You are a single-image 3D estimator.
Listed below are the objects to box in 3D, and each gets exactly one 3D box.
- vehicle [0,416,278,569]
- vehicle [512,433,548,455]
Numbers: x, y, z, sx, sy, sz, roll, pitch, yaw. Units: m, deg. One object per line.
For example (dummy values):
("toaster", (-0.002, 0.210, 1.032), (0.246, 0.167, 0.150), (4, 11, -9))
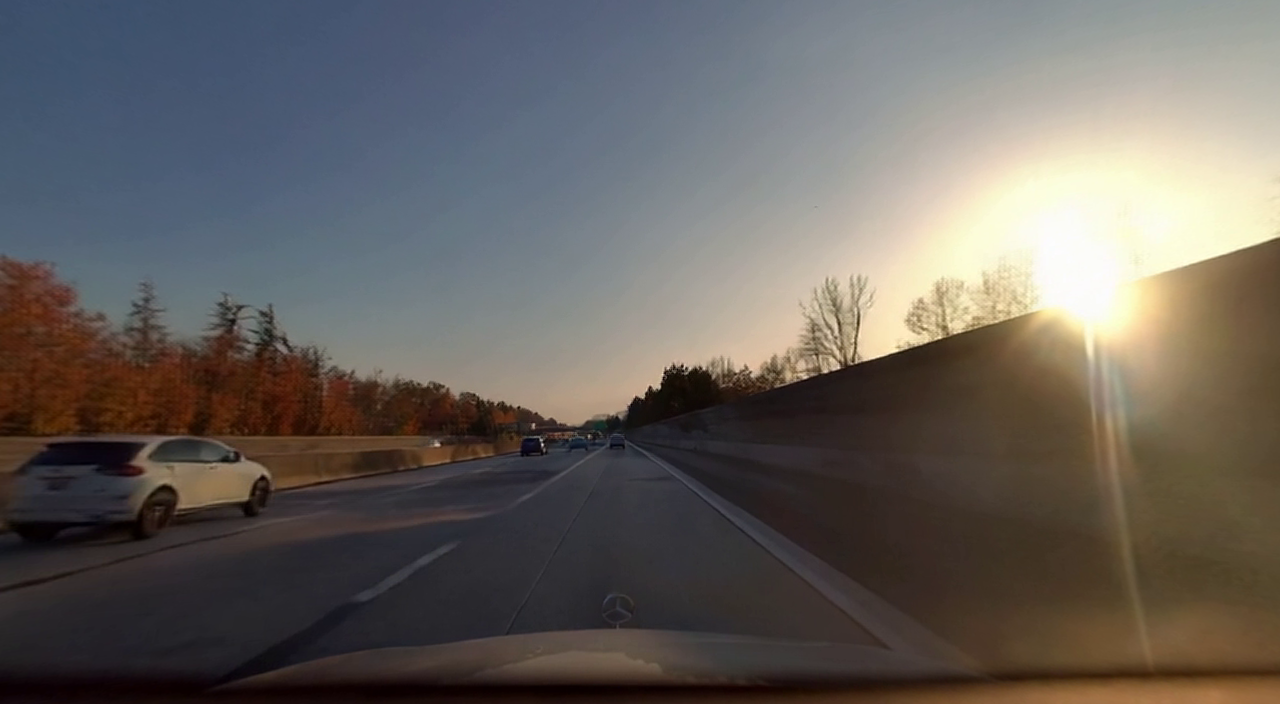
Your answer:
("vehicle", (-7.105, 1.705, 8.504), (1.972, 1.532, 4.222), (0, -8, -1))
("vehicle", (-7.928, 6.655, 45.763), (1.988, 1.505, 4.044), (0, -8, -2))
